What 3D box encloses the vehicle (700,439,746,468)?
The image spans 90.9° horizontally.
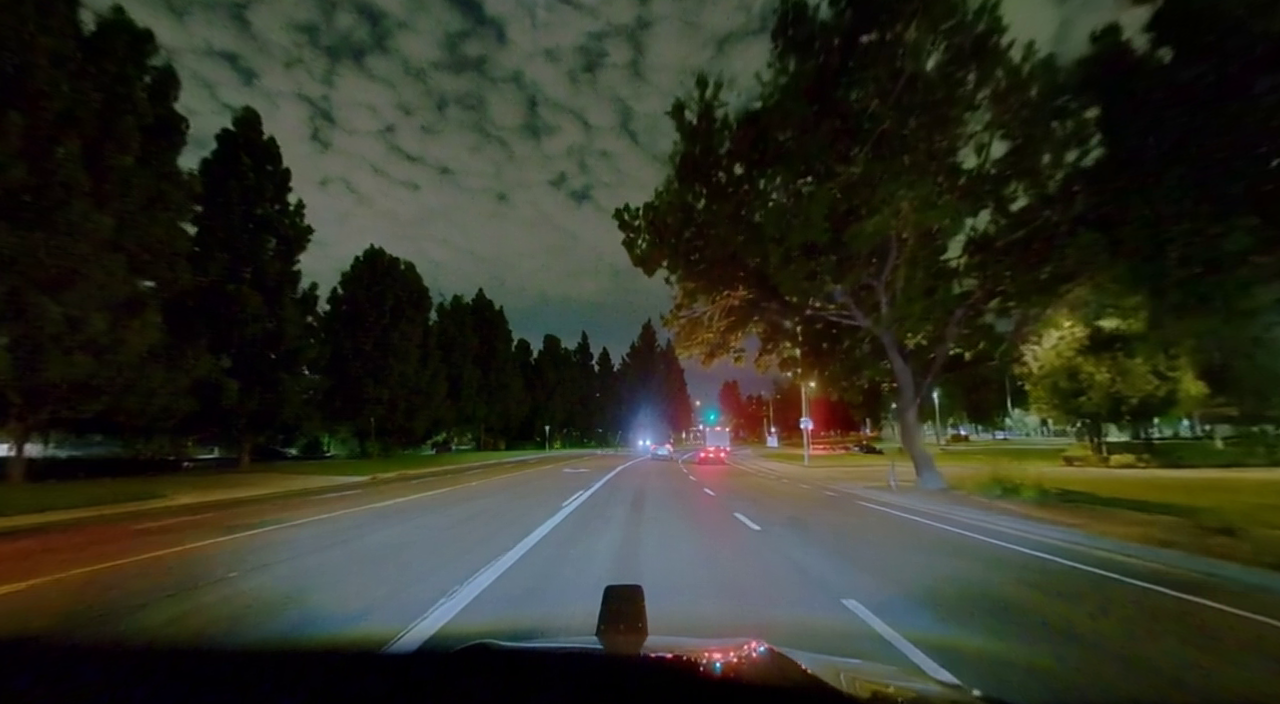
[{"bbox_3d":[4.524,5.608,35.009,1.989,1.497,4.436,0,-8,1],"label":"vehicle"}]

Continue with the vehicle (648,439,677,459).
[{"bbox_3d":[1.815,7.556,49.068,2.066,1.482,4.273,-1,-8,4],"label":"vehicle"}]
